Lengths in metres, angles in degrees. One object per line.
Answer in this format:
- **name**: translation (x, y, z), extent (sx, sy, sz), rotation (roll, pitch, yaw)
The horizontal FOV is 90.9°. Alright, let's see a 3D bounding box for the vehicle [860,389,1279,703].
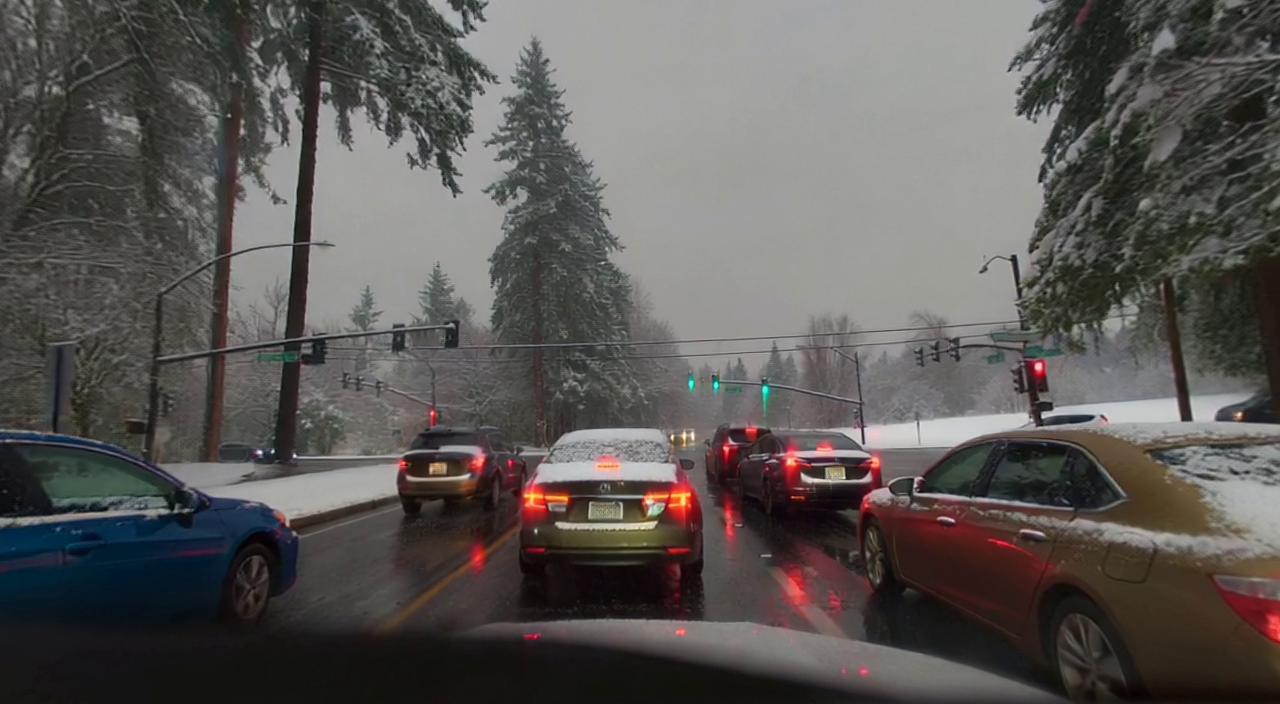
- **vehicle**: translation (3.132, 1.152, 4.057), extent (1.903, 1.480, 4.270), rotation (0, -8, 0)

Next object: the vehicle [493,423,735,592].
- **vehicle**: translation (-0.259, 1.668, 7.575), extent (2.147, 1.479, 3.803), rotation (0, -8, -1)

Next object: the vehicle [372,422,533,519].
- **vehicle**: translation (-3.708, 2.430, 13.413), extent (1.961, 1.714, 4.268), rotation (-1, -8, 2)

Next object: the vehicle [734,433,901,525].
- **vehicle**: translation (3.177, 2.336, 12.329), extent (1.975, 1.460, 4.357), rotation (0, -8, 0)

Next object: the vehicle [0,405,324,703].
- **vehicle**: translation (-3.652, 1.042, 3.107), extent (1.935, 1.482, 4.433), rotation (0, -8, -1)
